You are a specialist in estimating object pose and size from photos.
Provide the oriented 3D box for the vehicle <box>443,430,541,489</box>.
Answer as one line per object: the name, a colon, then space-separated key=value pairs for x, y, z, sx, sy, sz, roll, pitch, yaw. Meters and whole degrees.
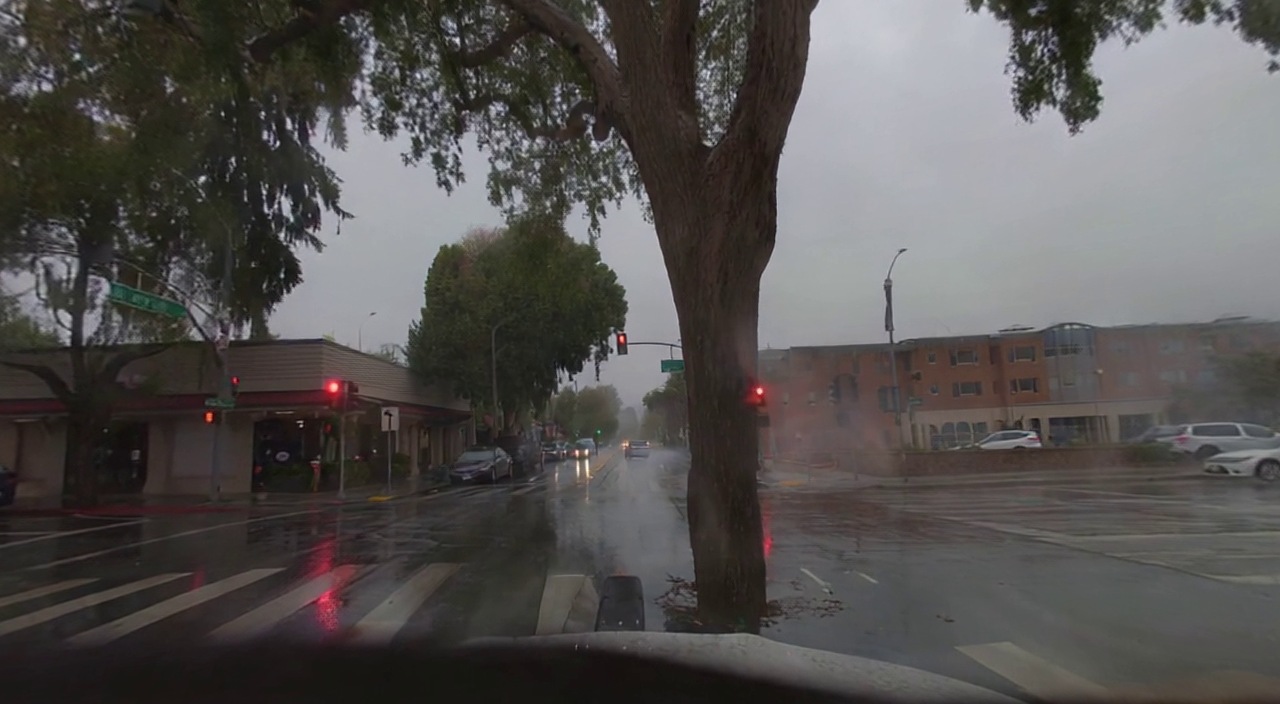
vehicle: x=-6.495 y=4.837 z=28.964 sx=2.896 sy=2.339 sz=7.322 roll=0 pitch=-9 yaw=-1

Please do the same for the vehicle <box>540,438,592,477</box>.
vehicle: x=-3.640 y=5.278 z=31.902 sx=2.120 sy=1.783 sz=4.788 roll=0 pitch=-9 yaw=-1

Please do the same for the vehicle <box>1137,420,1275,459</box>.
vehicle: x=33.261 y=5.162 z=37.243 sx=5.969 sy=2.149 sz=2.331 roll=0 pitch=-9 yaw=-3

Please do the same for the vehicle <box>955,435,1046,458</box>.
vehicle: x=24.977 y=6.551 z=43.843 sx=5.172 sy=1.515 sz=1.851 roll=0 pitch=-9 yaw=-2

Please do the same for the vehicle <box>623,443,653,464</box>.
vehicle: x=-0.227 y=7.731 z=48.334 sx=2.056 sy=1.493 sz=4.535 roll=0 pitch=-9 yaw=-3
